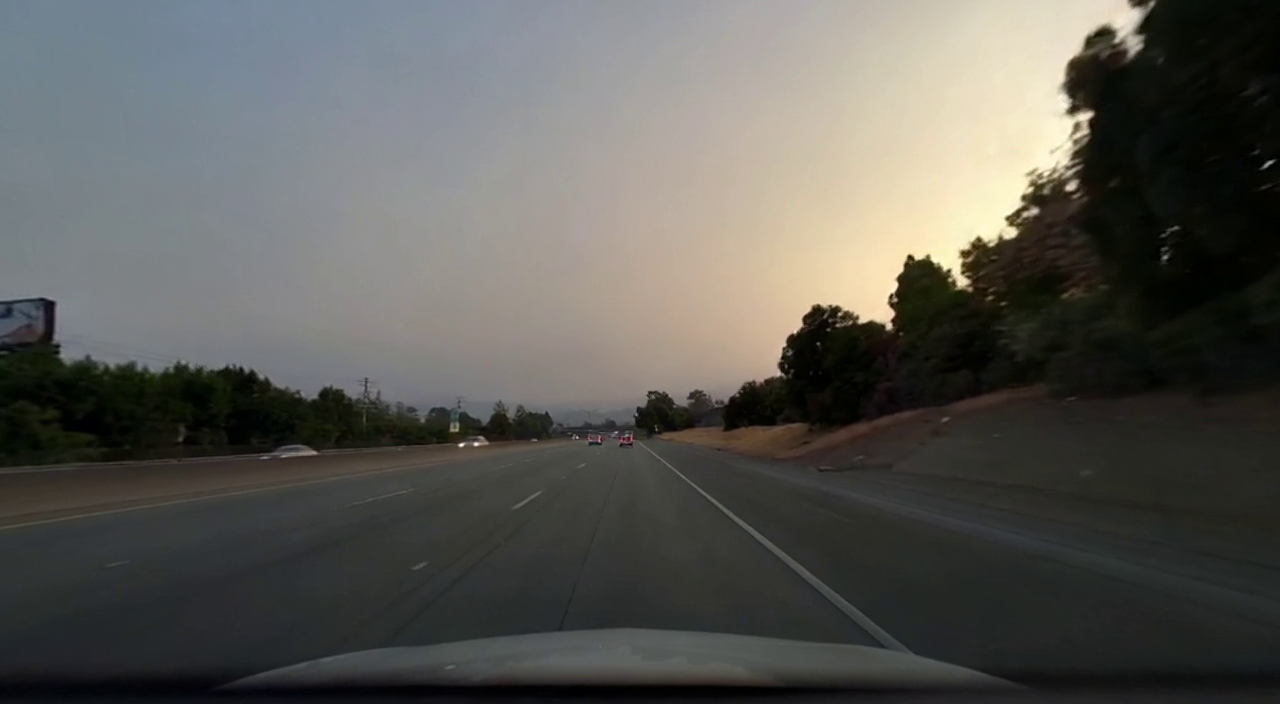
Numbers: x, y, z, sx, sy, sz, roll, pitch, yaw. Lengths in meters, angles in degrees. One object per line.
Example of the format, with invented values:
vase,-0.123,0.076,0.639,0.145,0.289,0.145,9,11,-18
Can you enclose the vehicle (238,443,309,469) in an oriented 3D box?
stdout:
vehicle,-23.916,6.777,41.198,1.905,1.523,4.590,0,-8,-1
